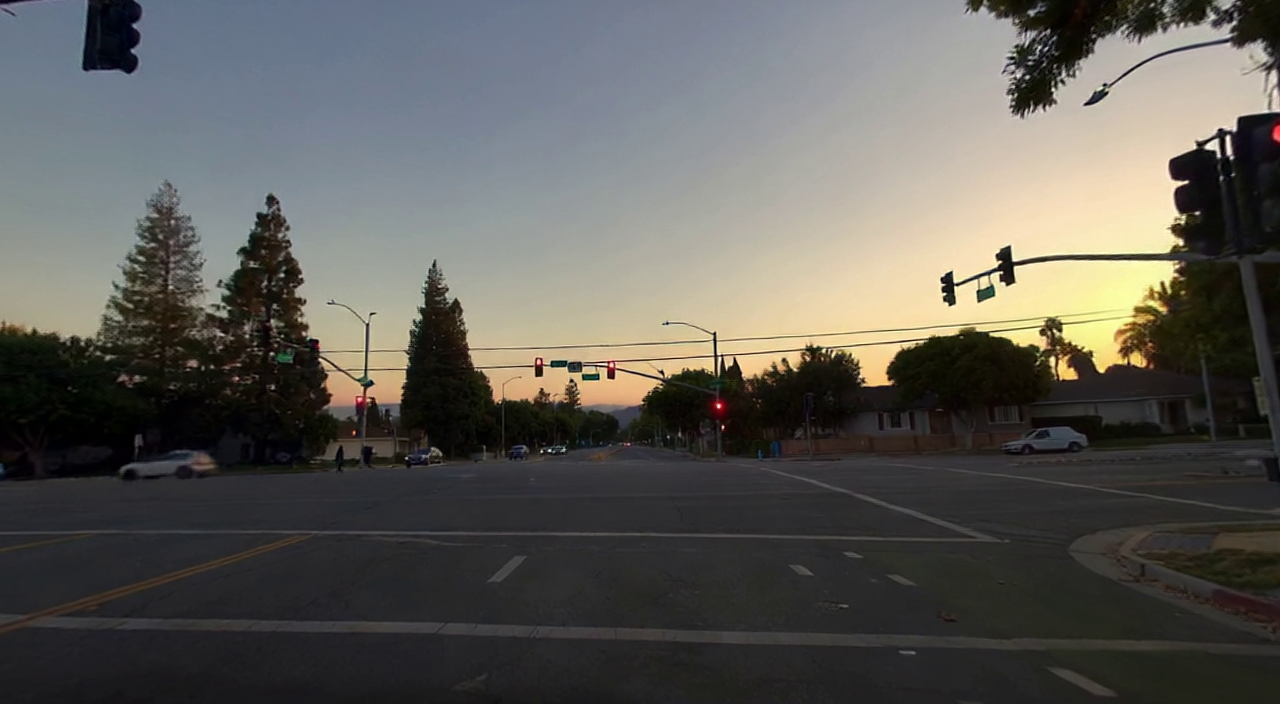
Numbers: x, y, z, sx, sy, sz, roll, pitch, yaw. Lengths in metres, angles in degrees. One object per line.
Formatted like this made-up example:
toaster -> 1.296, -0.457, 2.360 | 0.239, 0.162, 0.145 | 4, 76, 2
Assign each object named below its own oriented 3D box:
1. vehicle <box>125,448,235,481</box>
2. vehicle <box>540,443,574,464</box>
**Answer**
vehicle -> -25.716, 6.275, 35.399 | 4.706, 1.710, 1.932 | -1, -8, 4
vehicle -> -6.129, 7.527, 47.042 | 1.936, 1.444, 4.168 | 0, -8, 0
